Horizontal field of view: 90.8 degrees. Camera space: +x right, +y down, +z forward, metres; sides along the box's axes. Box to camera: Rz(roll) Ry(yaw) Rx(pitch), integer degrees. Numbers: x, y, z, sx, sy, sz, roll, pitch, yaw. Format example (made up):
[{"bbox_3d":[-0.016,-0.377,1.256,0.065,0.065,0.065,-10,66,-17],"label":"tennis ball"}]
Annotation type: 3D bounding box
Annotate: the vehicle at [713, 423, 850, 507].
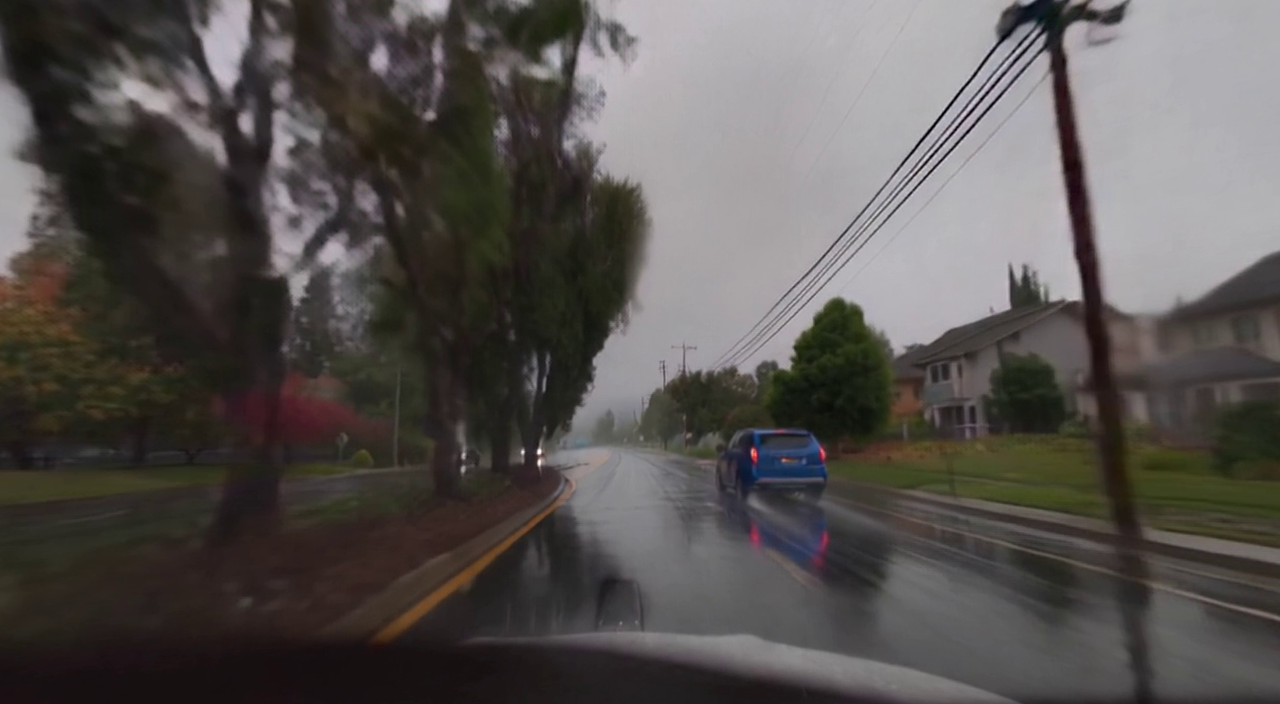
[{"bbox_3d":[3.330,2.795,16.033,2.193,1.777,4.772,0,-9,-2],"label":"vehicle"}]
